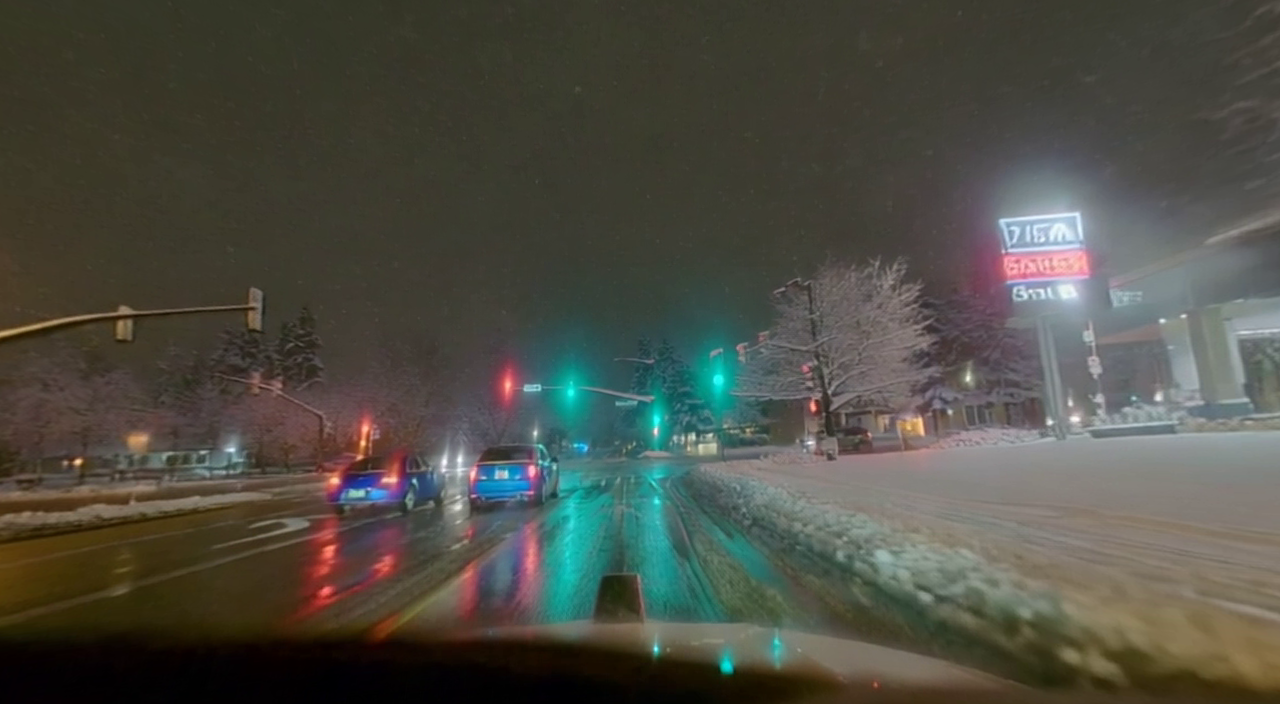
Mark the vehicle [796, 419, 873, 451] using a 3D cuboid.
[{"bbox_3d":[12.941,5.559,42.213,4.428,1.501,1.884,-7,-9,-2],"label":"vehicle"}]

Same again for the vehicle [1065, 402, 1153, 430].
[{"bbox_3d":[33.849,4.644,45.690,4.630,1.824,2.031,0,-9,-1],"label":"vehicle"}]

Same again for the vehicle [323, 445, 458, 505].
[{"bbox_3d":[-6.696,3.348,17.538,1.966,1.439,4.161,0,-9,2],"label":"vehicle"}]

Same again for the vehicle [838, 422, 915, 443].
[{"bbox_3d":[16.985,5.819,45.432,4.712,1.466,1.962,0,-9,-1],"label":"vehicle"}]

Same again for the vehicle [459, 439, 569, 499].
[{"bbox_3d":[-3.358,3.262,17.938,2.054,1.449,4.772,0,-9,1],"label":"vehicle"}]
